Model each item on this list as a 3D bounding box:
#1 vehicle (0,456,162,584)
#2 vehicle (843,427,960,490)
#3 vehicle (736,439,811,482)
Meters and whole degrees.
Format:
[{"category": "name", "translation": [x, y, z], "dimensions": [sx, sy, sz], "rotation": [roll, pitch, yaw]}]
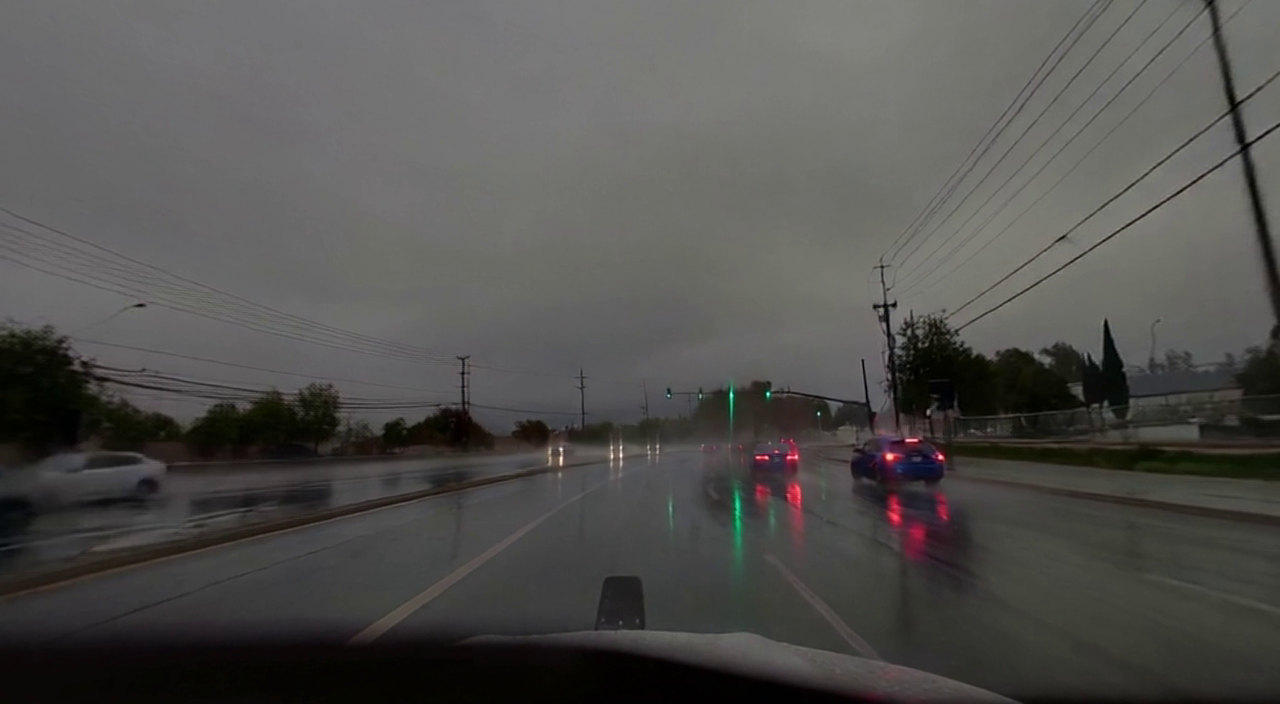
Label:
[{"category": "vehicle", "translation": [-9.287, 2.245, 8.565], "dimensions": [2.107, 1.587, 4.514], "rotation": [0, -9, -1]}, {"category": "vehicle", "translation": [8.256, 3.410, 20.443], "dimensions": [2.029, 1.795, 4.371], "rotation": [0, -9, 2]}, {"category": "vehicle", "translation": [4.867, 4.030, 23.748], "dimensions": [2.035, 1.460, 4.392], "rotation": [-1, -8, 2]}]
